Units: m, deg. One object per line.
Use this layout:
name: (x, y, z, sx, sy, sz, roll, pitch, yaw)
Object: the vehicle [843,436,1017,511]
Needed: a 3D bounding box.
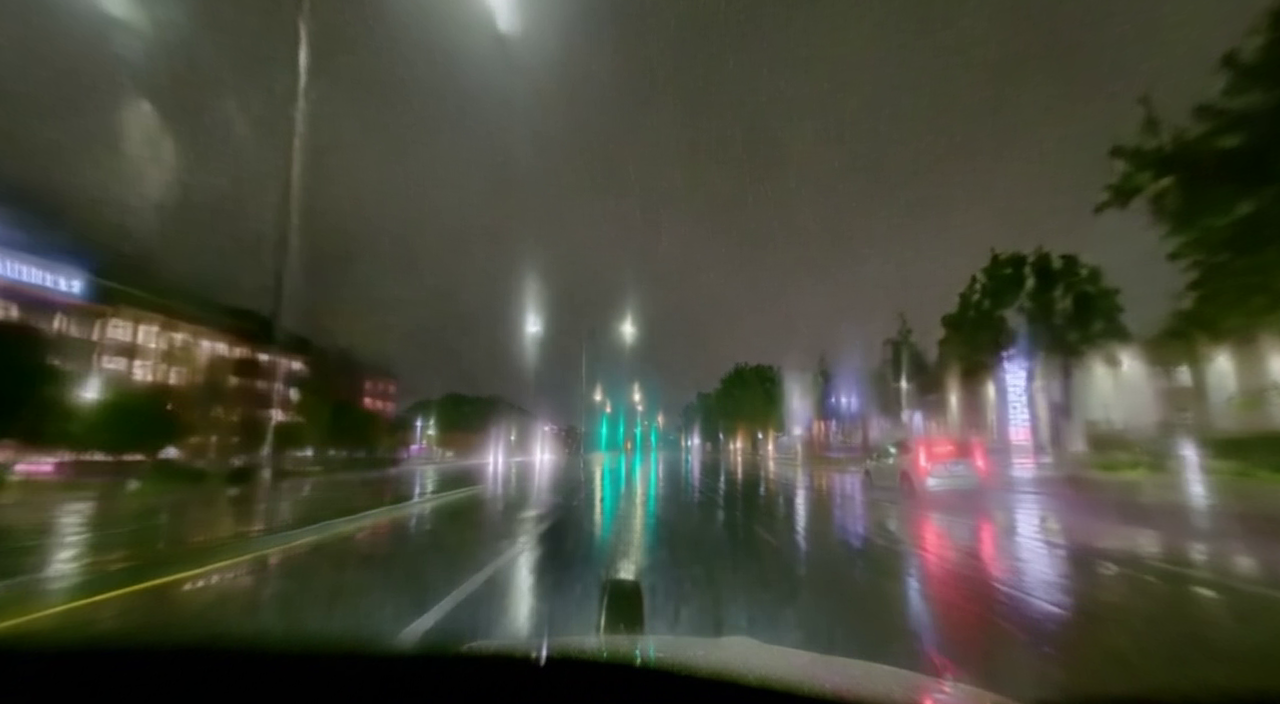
vehicle: (6.703, 2.846, 15.330, 1.913, 1.504, 4.738, 0, -8, -1)
